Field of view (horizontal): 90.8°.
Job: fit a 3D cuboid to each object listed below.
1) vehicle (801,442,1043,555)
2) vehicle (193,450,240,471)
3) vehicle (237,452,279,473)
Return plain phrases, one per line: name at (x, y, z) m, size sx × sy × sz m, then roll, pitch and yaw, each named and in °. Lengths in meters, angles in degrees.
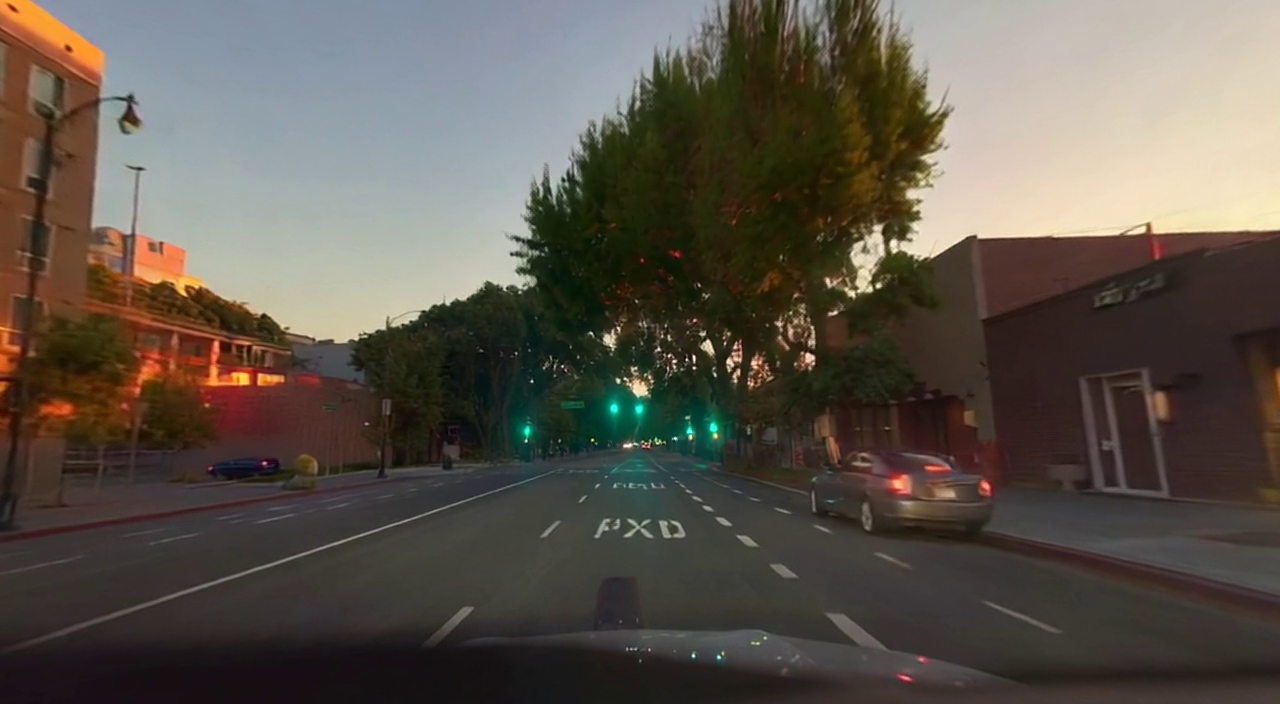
vehicle at (4.282, 2.254, 10.577) m, size 1.856 × 1.462 × 4.501 m, roll 0°, pitch -8°, yaw -2°
vehicle at (-32.371, 8.245, 48.229) m, size 4.530 × 1.483 × 1.962 m, roll -8°, pitch -12°, yaw 44°
vehicle at (-29.310, 8.441, 48.409) m, size 1.854 × 1.475 × 4.132 m, roll 7°, pitch -12°, yaw -41°
